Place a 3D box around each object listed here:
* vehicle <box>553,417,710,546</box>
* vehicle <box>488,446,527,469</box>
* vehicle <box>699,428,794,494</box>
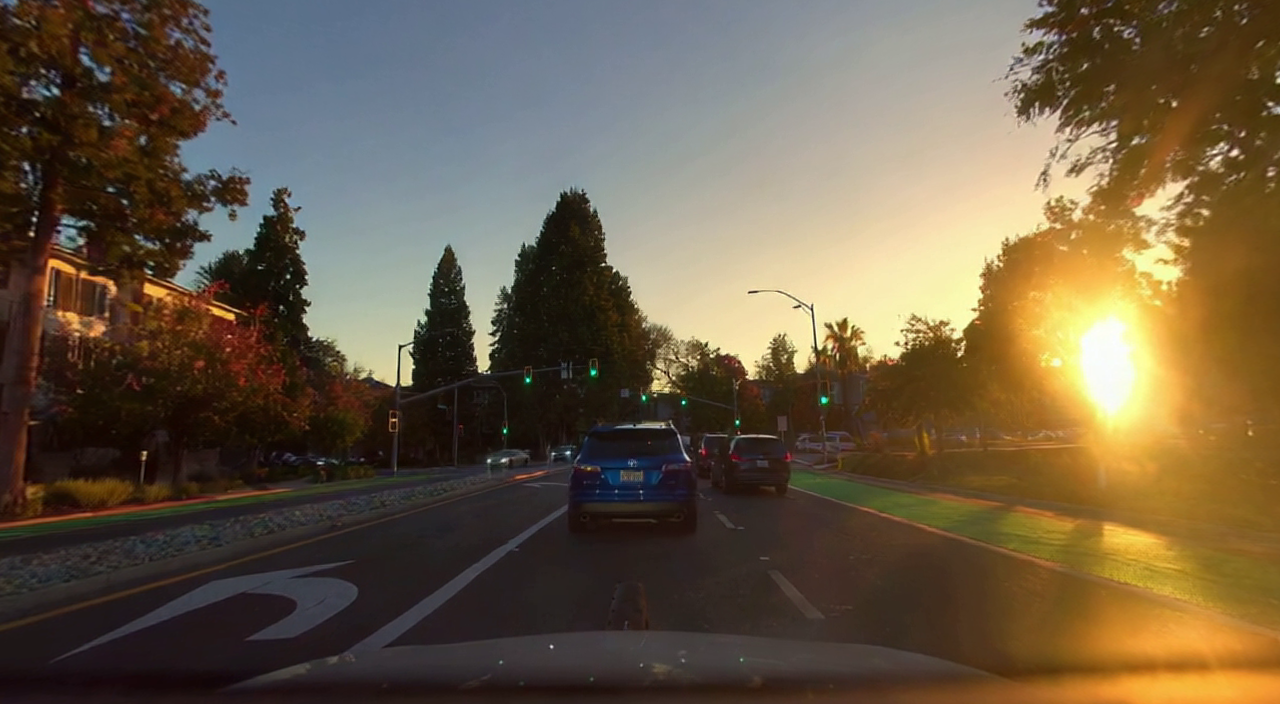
[{"bbox_3d":[-0.099,2.060,10.587,2.109,1.730,3.963,0,-8,1],"label":"vehicle"},{"bbox_3d":[-9.971,7.975,47.852,1.886,1.666,4.575,0,-8,1],"label":"vehicle"},{"bbox_3d":[3.201,3.400,19.993,2.189,1.815,4.495,0,-8,0],"label":"vehicle"}]
